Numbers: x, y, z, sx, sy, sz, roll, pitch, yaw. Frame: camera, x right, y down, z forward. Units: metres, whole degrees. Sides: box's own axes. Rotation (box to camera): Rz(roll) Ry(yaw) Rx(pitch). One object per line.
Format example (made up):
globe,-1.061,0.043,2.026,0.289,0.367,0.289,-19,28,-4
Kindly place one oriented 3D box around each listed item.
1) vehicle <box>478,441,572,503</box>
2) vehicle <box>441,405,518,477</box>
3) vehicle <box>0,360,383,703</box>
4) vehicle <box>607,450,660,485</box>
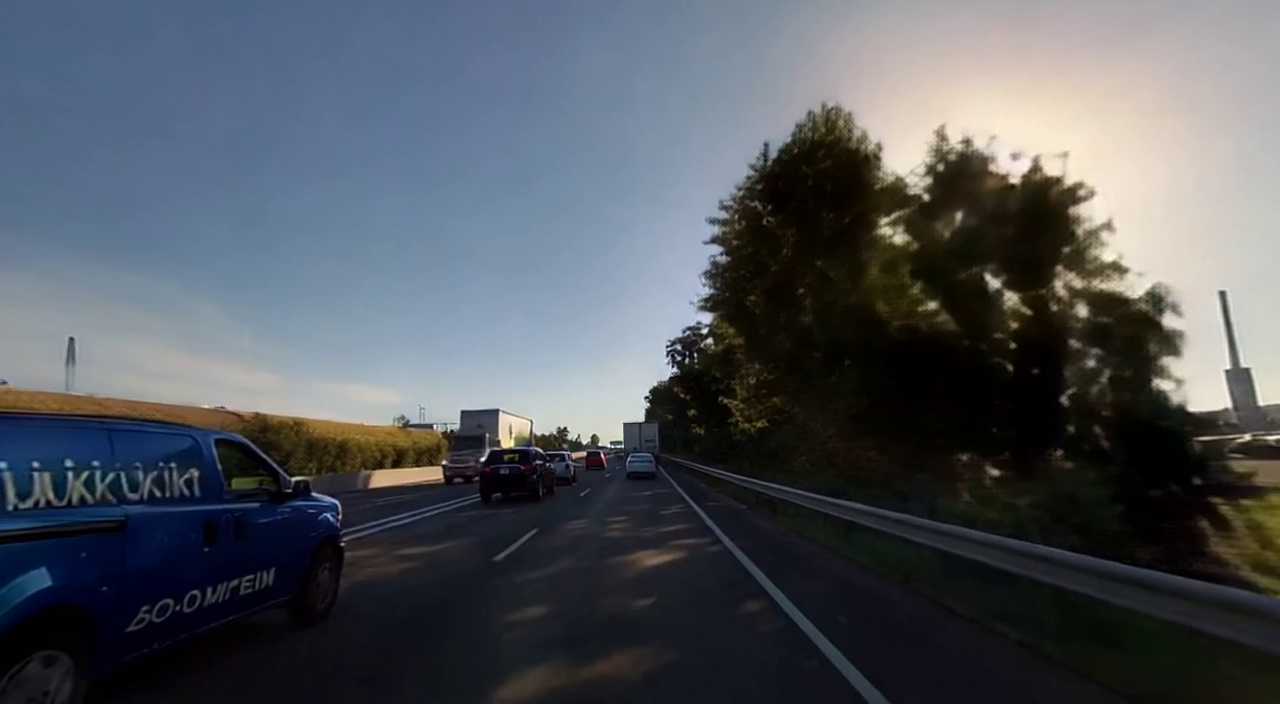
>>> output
vehicle,-3.231,3.459,18.631,1.937,1.600,4.141,0,-9,1
vehicle,-10.000,5.673,40.099,3.178,4.169,6.323,0,-9,0
vehicle,-3.329,1.046,3.257,2.117,1.688,4.582,0,-9,-1
vehicle,-0.300,4.906,27.100,2.095,1.393,3.908,0,-9,-1
